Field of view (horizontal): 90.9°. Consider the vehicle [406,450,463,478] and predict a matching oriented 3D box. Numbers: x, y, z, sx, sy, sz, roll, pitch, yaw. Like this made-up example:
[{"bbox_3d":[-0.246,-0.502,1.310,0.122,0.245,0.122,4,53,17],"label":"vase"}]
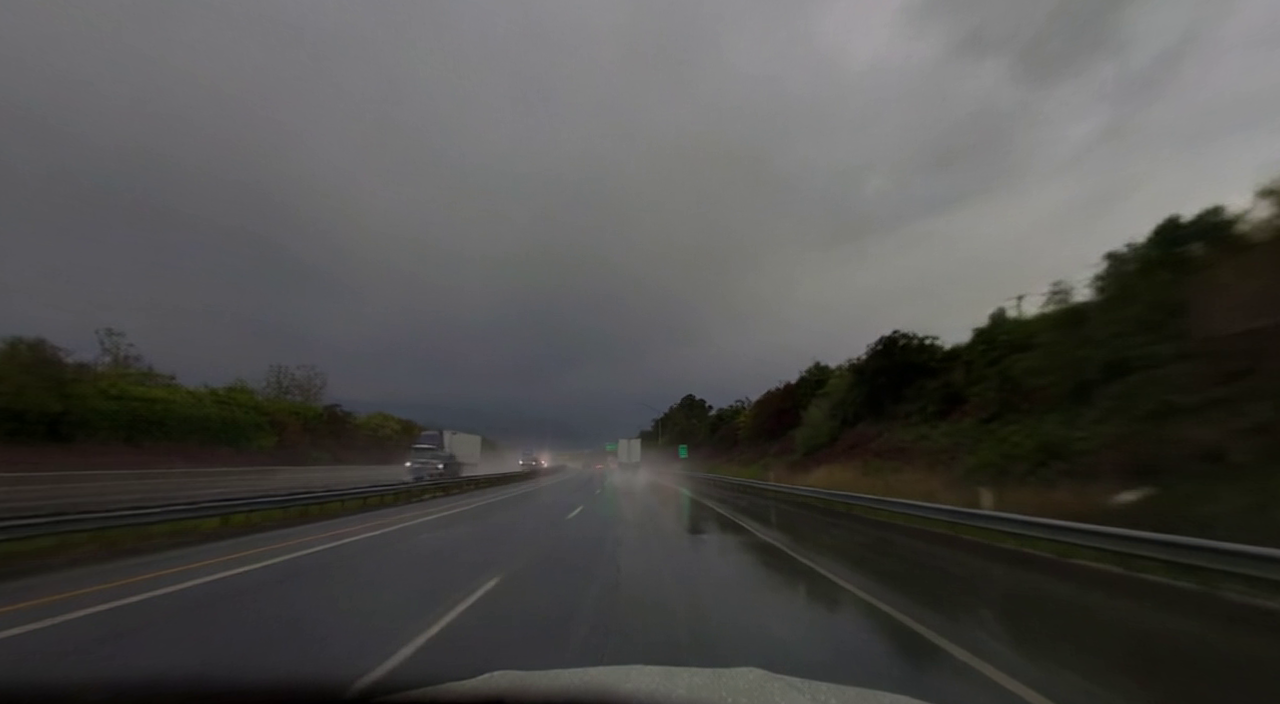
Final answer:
[{"bbox_3d":[-12.831,7.047,39.570,2.138,1.620,4.328,1,-10,-1],"label":"vehicle"}]
